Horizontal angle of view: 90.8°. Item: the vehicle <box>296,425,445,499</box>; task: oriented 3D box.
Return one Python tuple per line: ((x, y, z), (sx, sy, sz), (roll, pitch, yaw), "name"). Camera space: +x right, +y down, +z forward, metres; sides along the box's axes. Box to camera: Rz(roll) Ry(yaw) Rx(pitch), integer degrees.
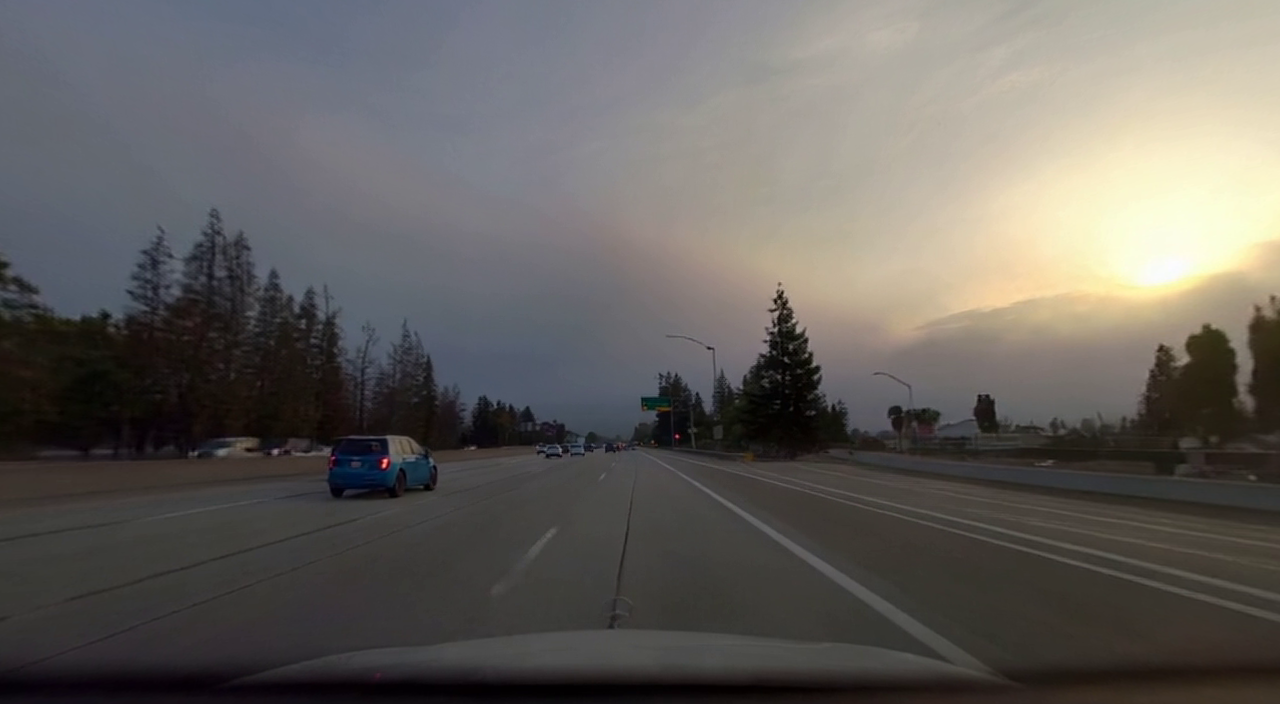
((-7.204, 2.999, 17.541), (2.146, 1.766, 4.502), (0, -9, 0), "vehicle")
